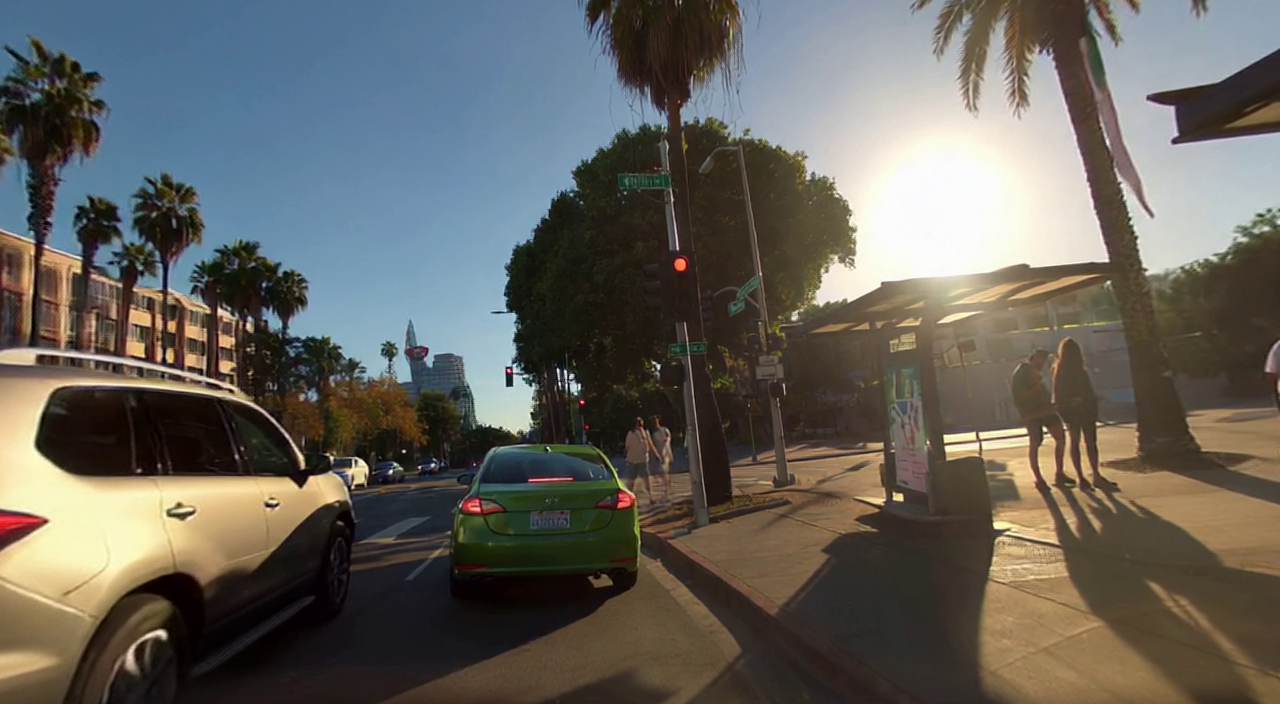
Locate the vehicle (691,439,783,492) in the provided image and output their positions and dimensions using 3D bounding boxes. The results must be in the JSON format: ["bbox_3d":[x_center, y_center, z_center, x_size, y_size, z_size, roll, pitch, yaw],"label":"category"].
[{"bbox_3d":[4.899,5.756,32.205,3.986,1.636,1.903,10,5,-9],"label":"vehicle"}]

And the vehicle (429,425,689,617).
[{"bbox_3d":[-1.004,1.653,7.240,2.065,1.467,4.289,1,-9,-11],"label":"vehicle"}]

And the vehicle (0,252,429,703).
[{"bbox_3d":[-2.816,0.972,3.667,2.098,1.851,4.571,1,-9,-7],"label":"vehicle"}]
